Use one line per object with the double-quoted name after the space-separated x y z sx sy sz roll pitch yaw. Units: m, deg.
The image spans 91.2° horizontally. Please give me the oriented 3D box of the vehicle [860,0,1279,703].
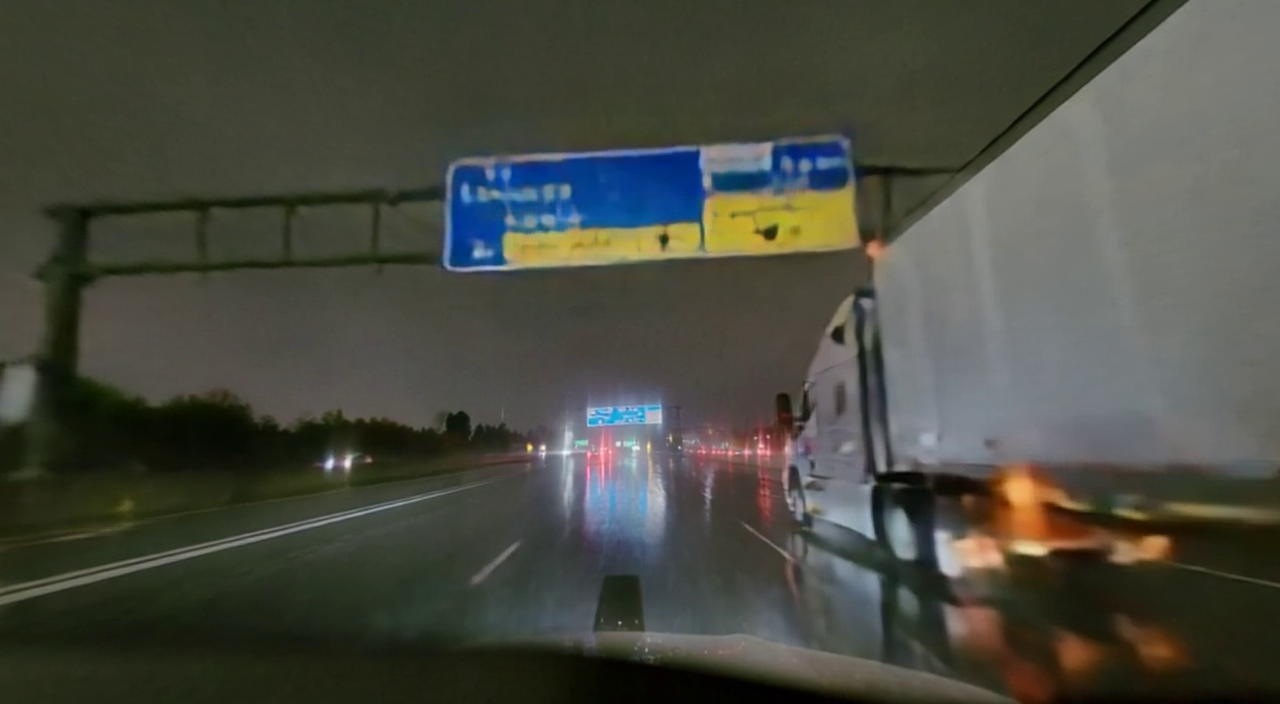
4.093 -0.290 1.301 2.823 3.509 12.118 0 -9 0 "vehicle"
